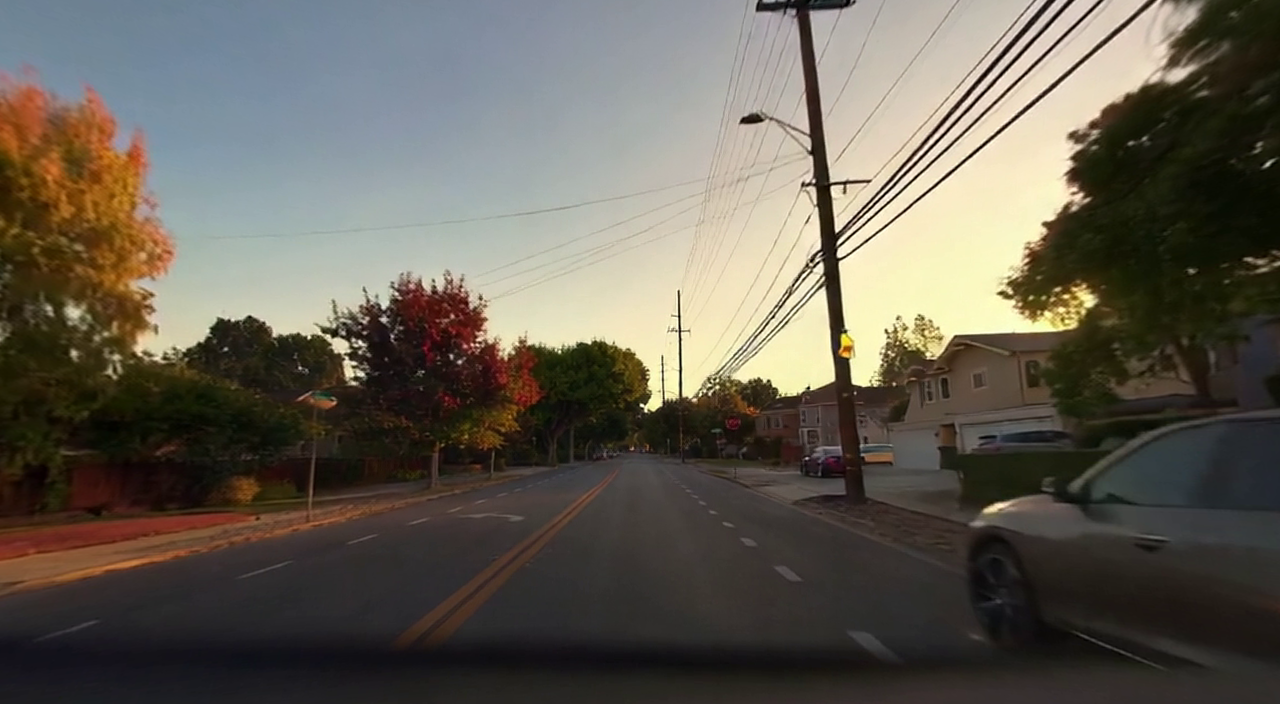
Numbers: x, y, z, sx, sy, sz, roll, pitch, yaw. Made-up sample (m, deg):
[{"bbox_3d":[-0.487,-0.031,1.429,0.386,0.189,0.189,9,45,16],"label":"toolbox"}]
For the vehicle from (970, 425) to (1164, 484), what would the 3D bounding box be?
[{"bbox_3d":[15.248,3.693,22.868,5.188,1.955,2.444,-1,-9,1],"label":"vehicle"}]

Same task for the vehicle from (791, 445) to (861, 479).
[{"bbox_3d":[8.752,5.188,30.154,1.811,1.491,4.407,0,-9,-2],"label":"vehicle"}]

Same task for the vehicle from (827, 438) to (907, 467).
[{"bbox_3d":[14.790,6.605,41.320,4.376,1.488,1.962,-4,-10,0],"label":"vehicle"}]
